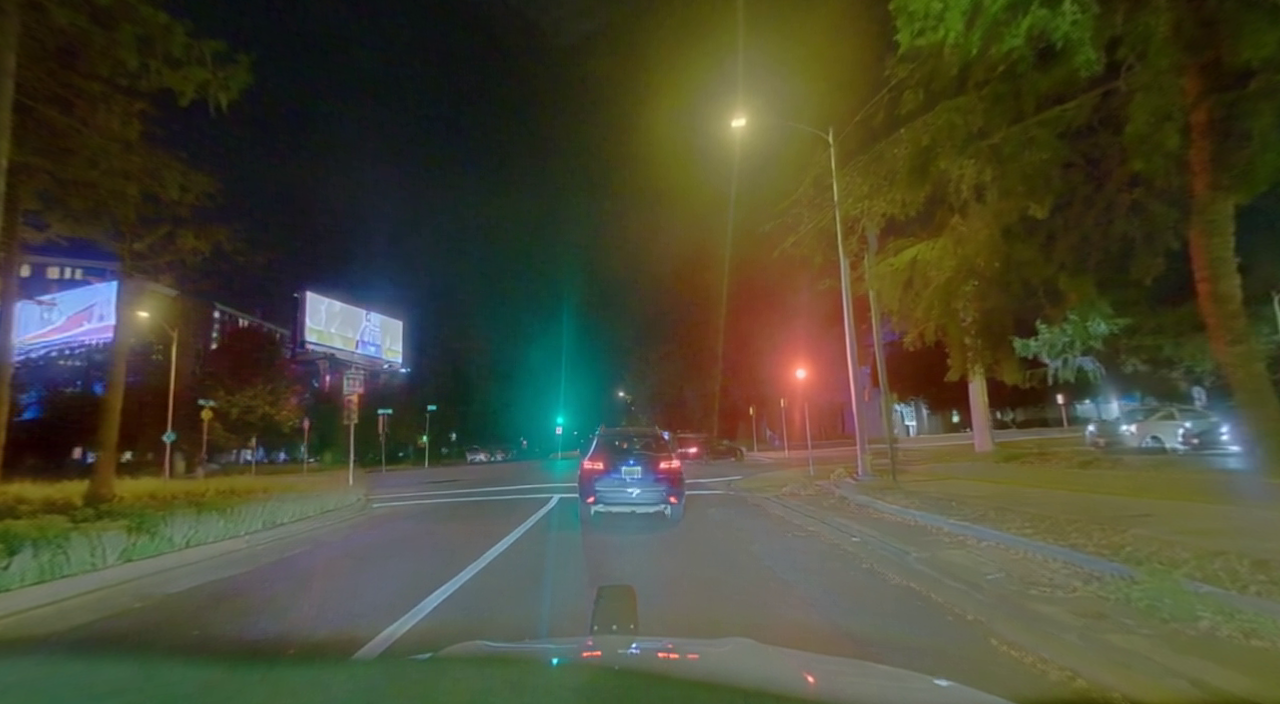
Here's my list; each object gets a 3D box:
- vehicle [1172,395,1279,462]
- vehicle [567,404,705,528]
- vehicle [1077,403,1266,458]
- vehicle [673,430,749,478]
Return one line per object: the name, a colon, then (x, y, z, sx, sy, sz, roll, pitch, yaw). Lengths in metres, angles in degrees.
vehicle: (16.046, 1.829, 15.678, 3.687, 1.500, 1.818, -4, -6, 11)
vehicle: (-0.112, 2.051, 11.800, 2.142, 1.904, 3.816, 0, -8, -1)
vehicle: (15.588, 2.353, 18.704, 3.750, 1.502, 1.781, -3, -8, 14)
vehicle: (2.668, 3.722, 23.150, 1.716, 1.602, 3.403, -4, -9, 25)
